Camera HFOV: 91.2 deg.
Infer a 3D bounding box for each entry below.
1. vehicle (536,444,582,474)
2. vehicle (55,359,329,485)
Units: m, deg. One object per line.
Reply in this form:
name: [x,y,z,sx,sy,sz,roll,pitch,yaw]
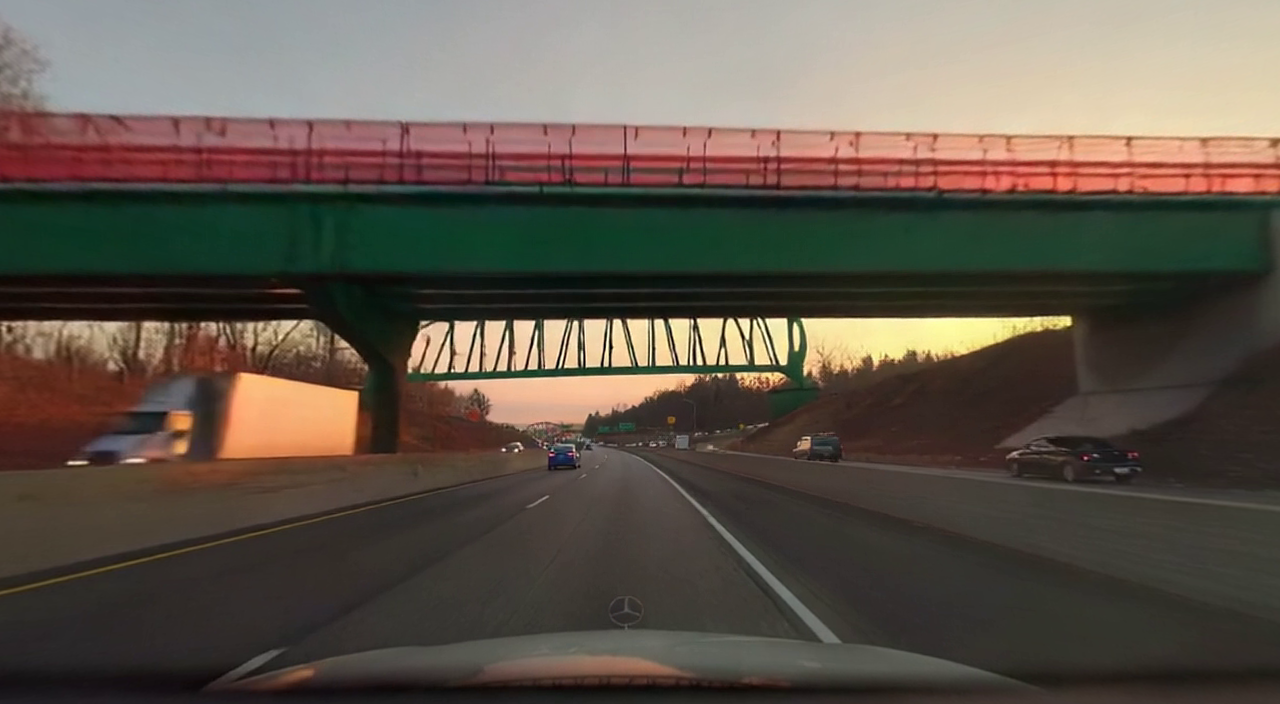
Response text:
vehicle: [-4.460,5.991,35.295,2.052,1.556,4.405,0,-8,-1]
vehicle: [-16.899,3.025,25.404,3.020,3.984,10.945,0,-9,0]
